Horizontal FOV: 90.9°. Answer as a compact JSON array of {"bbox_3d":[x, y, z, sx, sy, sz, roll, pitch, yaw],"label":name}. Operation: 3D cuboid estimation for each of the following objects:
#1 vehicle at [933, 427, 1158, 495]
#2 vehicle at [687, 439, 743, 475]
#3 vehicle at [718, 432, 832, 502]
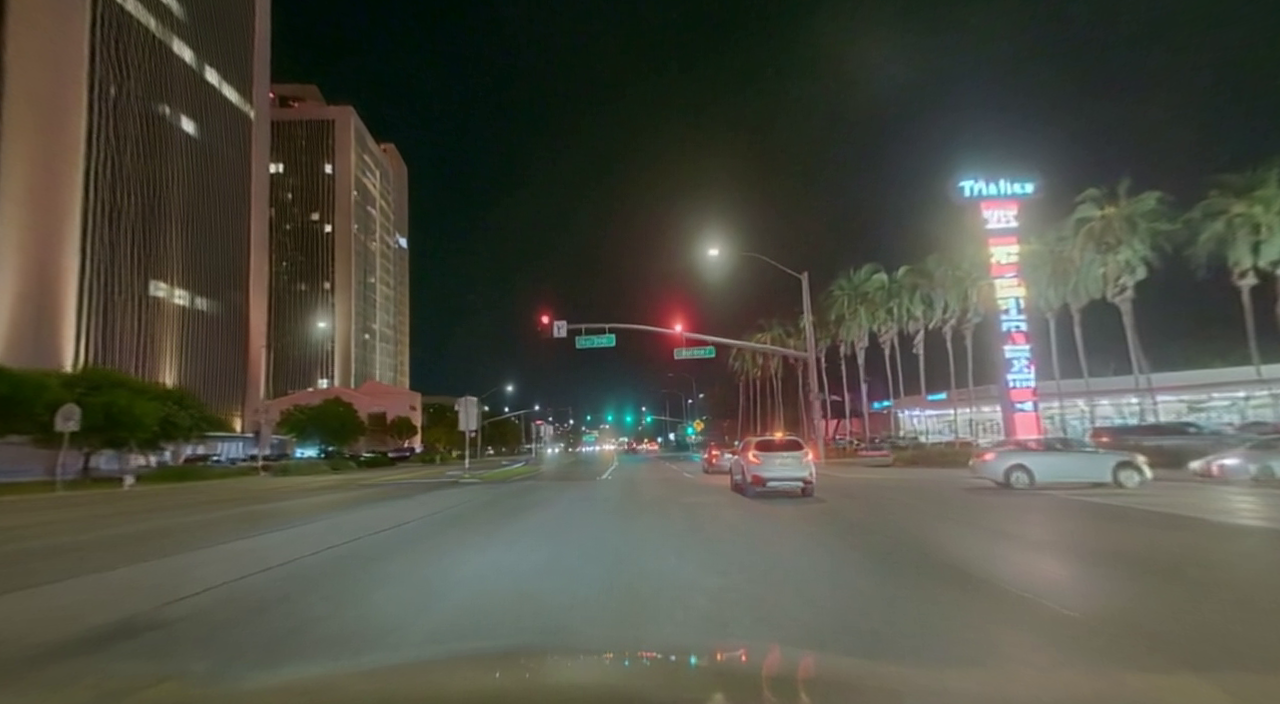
[{"bbox_3d":[10.563,2.859,16.743,4.448,1.640,2.160,0,-8,0],"label":"vehicle"},{"bbox_3d":[3.233,4.606,28.018,1.870,1.467,4.800,0,-8,0],"label":"vehicle"},{"bbox_3d":[3.277,2.858,16.166,1.931,1.534,4.126,0,-8,-1],"label":"vehicle"}]
